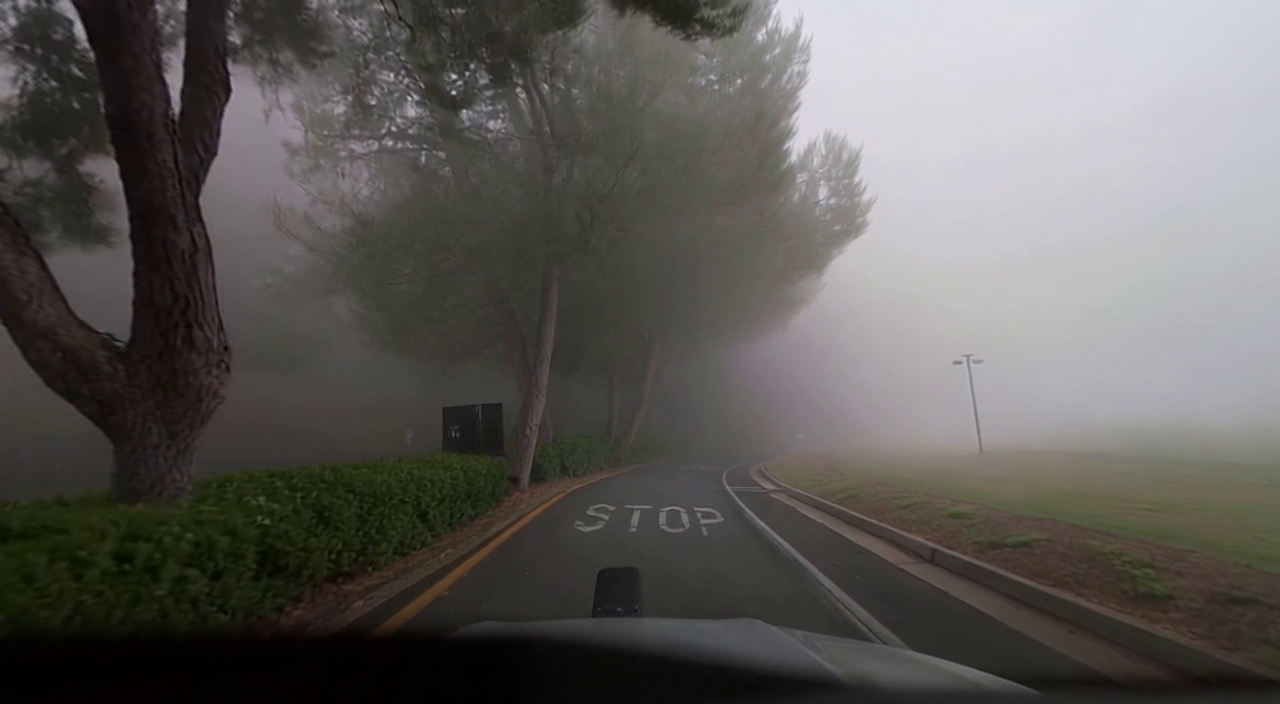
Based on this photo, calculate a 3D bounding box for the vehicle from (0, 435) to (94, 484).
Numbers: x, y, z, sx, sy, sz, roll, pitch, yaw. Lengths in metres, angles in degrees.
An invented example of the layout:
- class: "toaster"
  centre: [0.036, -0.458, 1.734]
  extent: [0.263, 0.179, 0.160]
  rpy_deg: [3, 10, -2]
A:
- class: "vehicle"
  centre: [-28.432, 5.003, 29.247]
  extent: [4.733, 1.892, 1.939]
  rpy_deg: [-4, -4, 2]

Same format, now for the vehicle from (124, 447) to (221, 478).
- class: "vehicle"
  centre: [-26.606, 6.279, 36.027]
  extent: [4.007, 1.459, 1.952]
  rpy_deg: [-2, -8, 1]
